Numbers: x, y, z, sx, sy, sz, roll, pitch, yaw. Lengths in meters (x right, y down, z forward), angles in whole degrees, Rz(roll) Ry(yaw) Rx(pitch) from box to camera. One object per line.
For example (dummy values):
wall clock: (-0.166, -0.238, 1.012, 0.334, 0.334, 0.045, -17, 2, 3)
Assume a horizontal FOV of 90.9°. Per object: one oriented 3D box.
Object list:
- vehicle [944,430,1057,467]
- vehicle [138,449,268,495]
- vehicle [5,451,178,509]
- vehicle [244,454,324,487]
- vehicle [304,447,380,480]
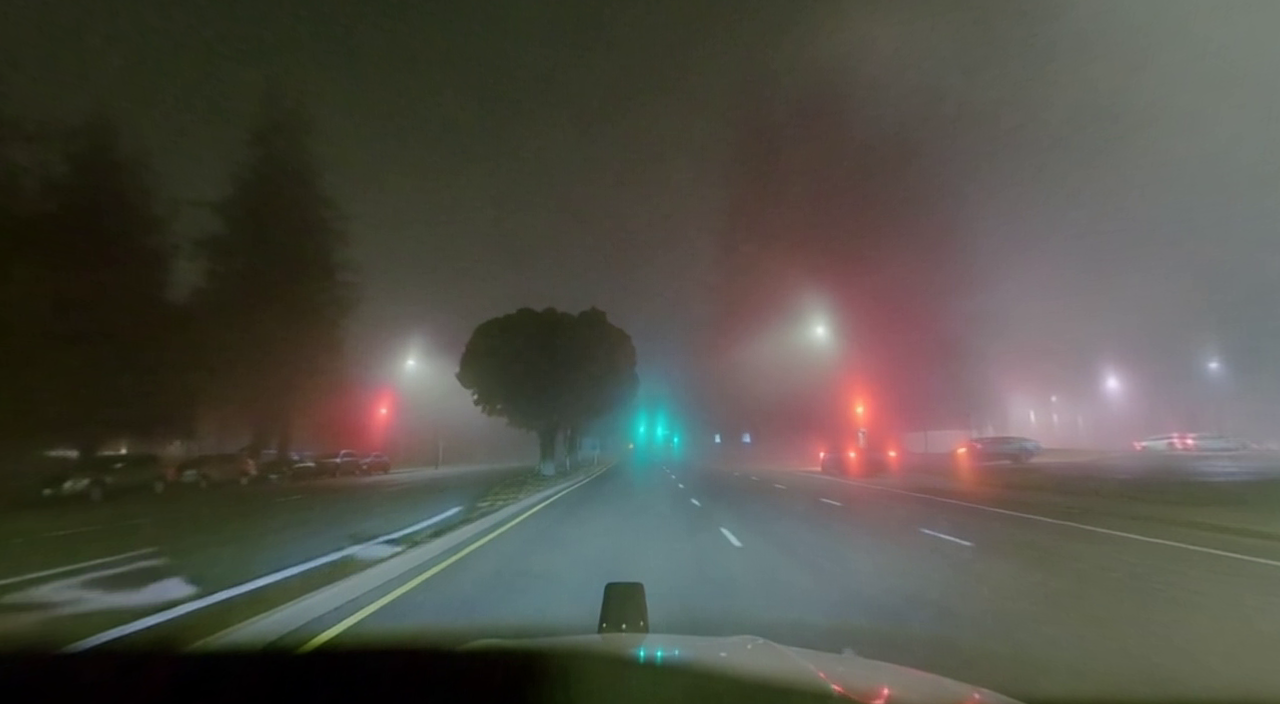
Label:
vehicle: (22.129, 5.944, 38.874, 5.532, 2.065, 2.166, -1, -8, 0)
vehicle: (-18.252, 4.982, 26.694, 2.115, 1.716, 4.900, 0, -8, -2)
vehicle: (-18.088, 4.187, 21.135, 1.952, 1.649, 4.414, 0, -8, -3)
vehicle: (-18.262, 6.051, 32.564, 1.736, 1.489, 4.347, 0, -8, -2)
vehicle: (-17.919, 6.701, 38.202, 1.941, 1.848, 5.279, 0, -8, 1)
